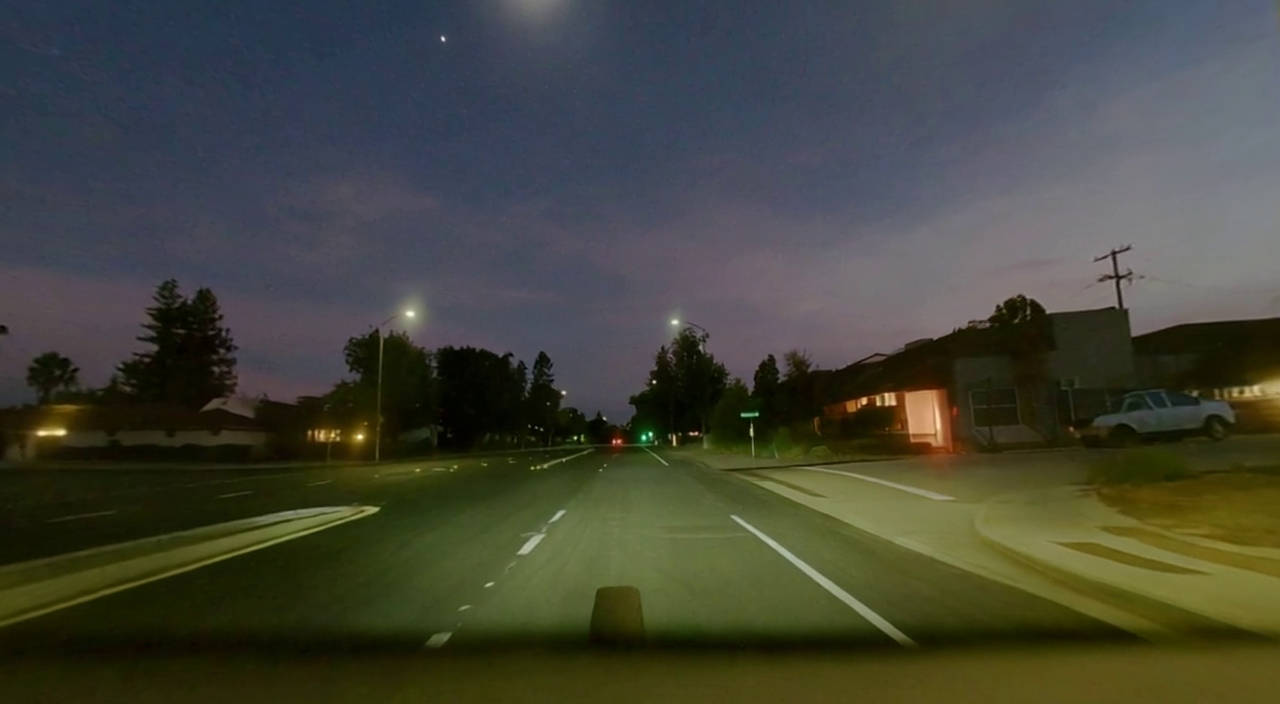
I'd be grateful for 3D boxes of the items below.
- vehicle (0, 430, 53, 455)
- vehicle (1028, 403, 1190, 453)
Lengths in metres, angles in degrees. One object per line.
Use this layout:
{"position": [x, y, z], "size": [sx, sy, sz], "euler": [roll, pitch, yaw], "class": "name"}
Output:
{"position": [-40.253, 5.825, 40.408], "size": [1.803, 1.422, 3.596], "euler": [0, -10, 1], "class": "vehicle"}
{"position": [18.345, 3.032, 24.910], "size": [4.698, 1.583, 2.081], "euler": [2, -11, 0], "class": "vehicle"}
